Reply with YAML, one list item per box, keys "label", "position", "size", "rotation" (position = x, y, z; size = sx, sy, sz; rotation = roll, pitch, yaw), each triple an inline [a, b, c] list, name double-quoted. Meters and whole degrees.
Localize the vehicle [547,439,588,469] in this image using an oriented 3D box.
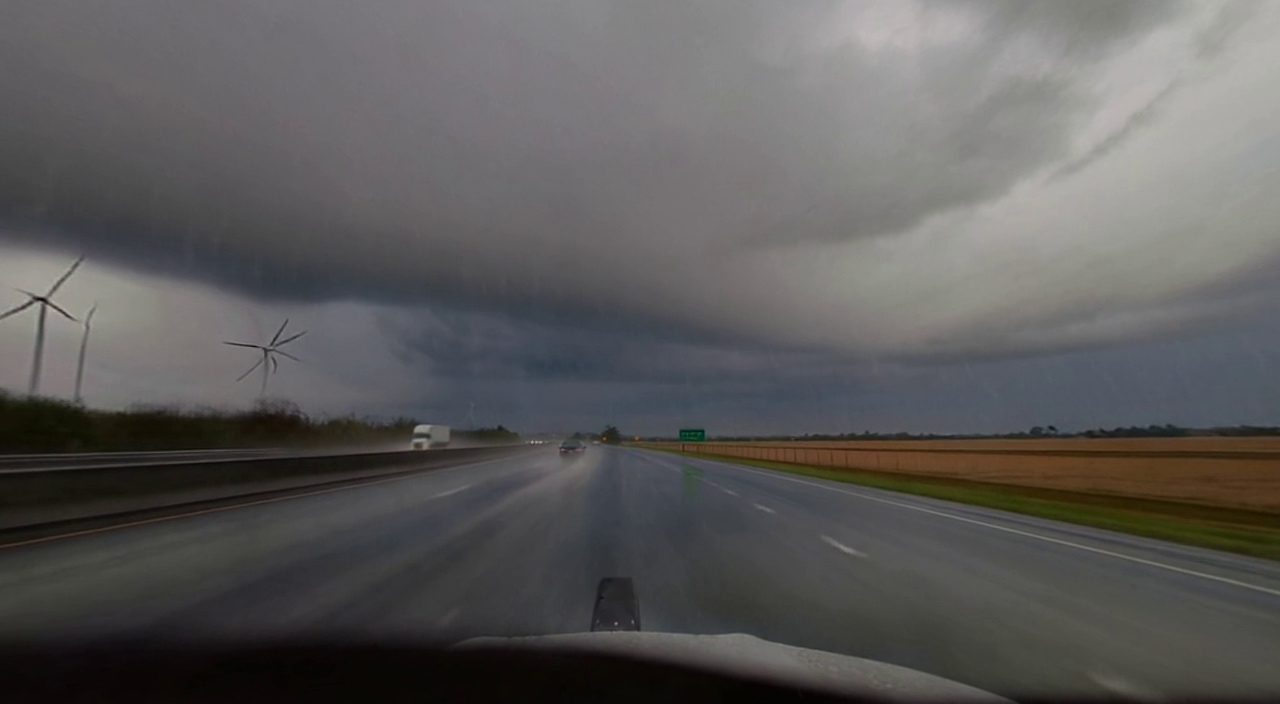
- label: "vehicle"
  position: [-4.054, 5.757, 35.782]
  size: [2.053, 1.549, 4.097]
  rotation: [0, -8, -3]
